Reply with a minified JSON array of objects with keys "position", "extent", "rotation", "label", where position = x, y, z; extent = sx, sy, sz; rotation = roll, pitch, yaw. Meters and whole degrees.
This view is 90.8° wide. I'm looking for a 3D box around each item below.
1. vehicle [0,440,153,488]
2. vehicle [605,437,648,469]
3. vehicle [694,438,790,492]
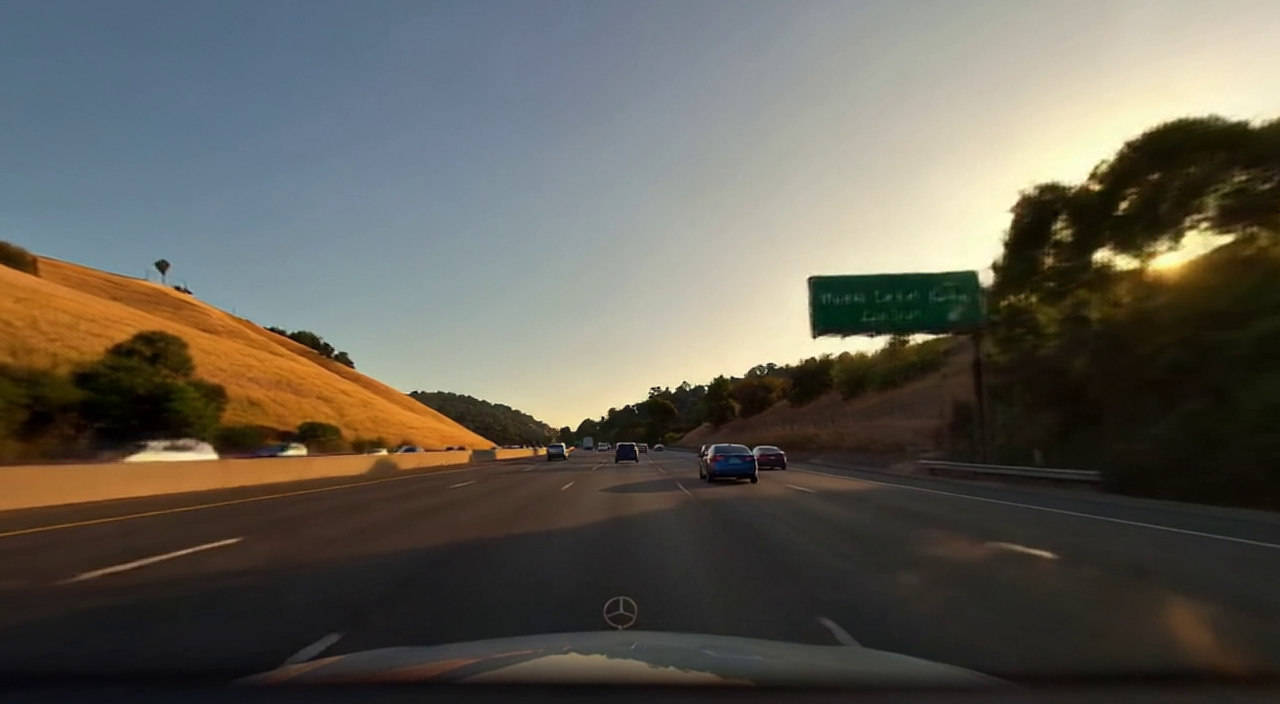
[{"position":[-21.892,4.275,24.659],"extent":[2.198,1.652,4.448],"rotation":[0,-8,-1],"label":"vehicle"},{"position":[-0.722,5.665,35.598],"extent":[2.277,1.675,4.023],"rotation":[0,-8,-1],"label":"vehicle"},{"position":[3.055,3.504,19.992],"extent":[2.120,1.492,4.734],"rotation":[0,-8,-2],"label":"vehicle"}]
